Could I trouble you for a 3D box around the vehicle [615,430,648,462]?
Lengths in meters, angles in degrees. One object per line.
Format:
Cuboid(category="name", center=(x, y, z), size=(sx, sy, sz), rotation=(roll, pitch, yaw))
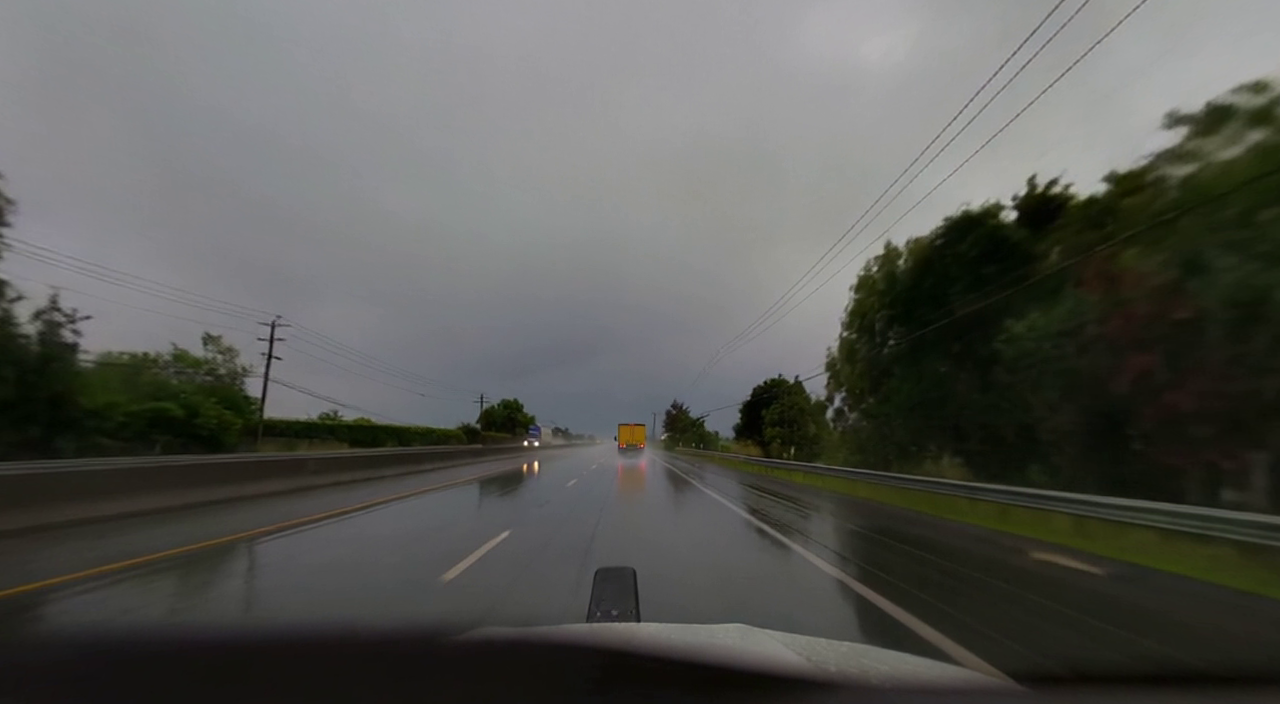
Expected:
Cuboid(category="vehicle", center=(-0.659, 6.651, 44.783), size=(2.240, 2.129, 4.480), rotation=(0, -8, -2))
